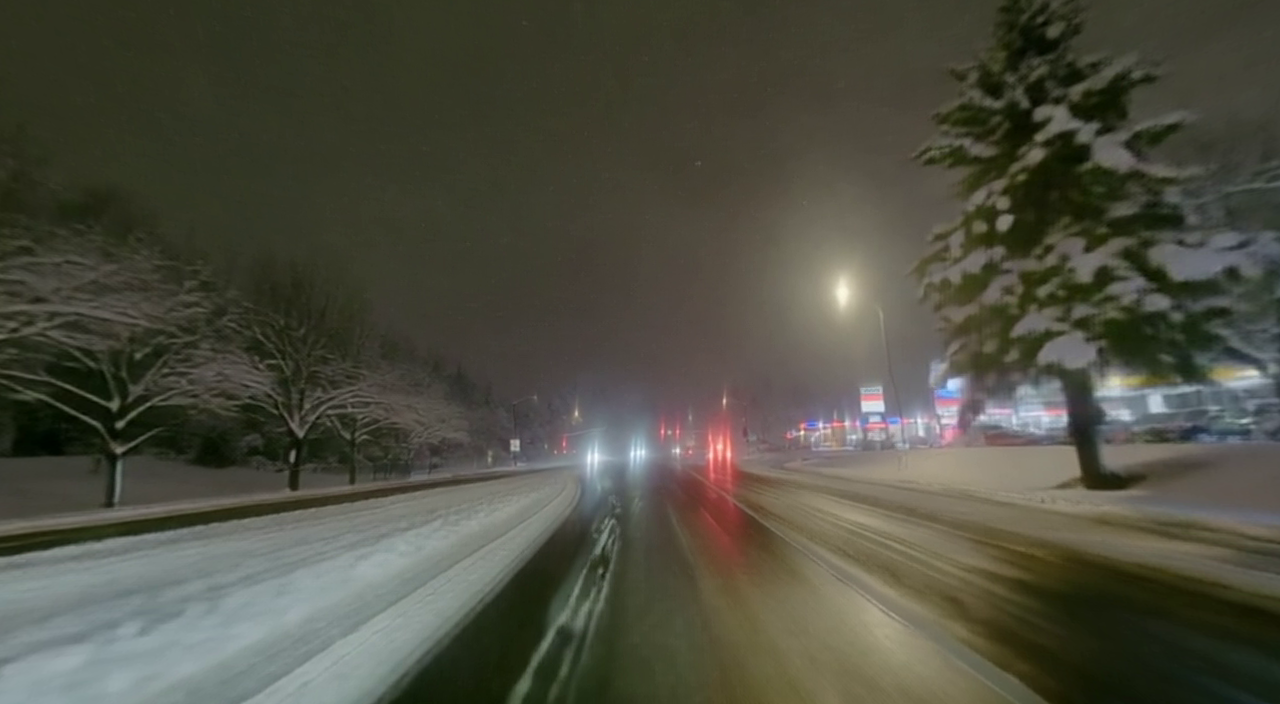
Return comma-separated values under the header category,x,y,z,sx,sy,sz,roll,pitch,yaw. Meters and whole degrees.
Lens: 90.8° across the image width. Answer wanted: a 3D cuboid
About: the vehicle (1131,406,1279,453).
category,x,y,z,sx,sy,sz,roll,pitch,yaw
vehicle,23.163,3.195,25.811,4.479,1.453,1.899,-4,-10,1
